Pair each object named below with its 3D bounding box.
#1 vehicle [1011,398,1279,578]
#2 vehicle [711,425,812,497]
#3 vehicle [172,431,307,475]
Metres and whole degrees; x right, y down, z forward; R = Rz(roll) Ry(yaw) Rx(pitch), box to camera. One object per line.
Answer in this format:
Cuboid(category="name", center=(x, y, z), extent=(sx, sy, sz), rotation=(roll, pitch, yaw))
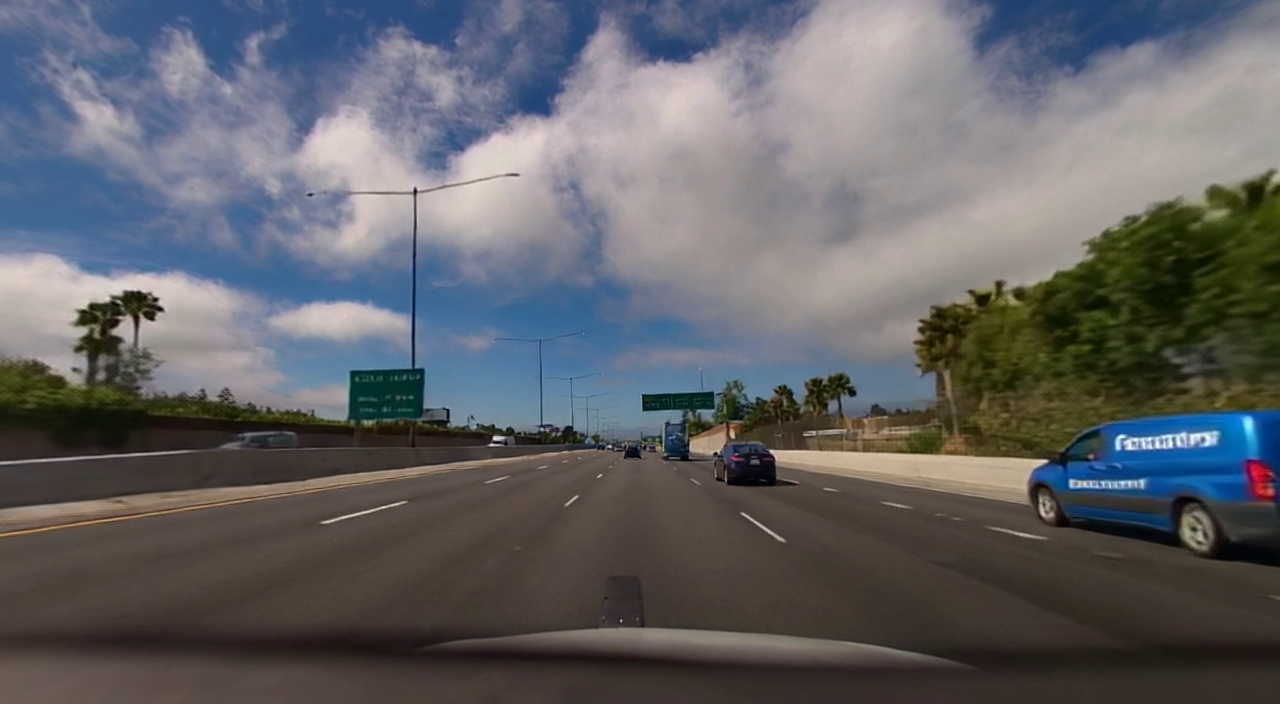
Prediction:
Cuboid(category="vehicle", center=(7.561, 1.667, 8.315), extent=(2.266, 1.799, 4.947), rotation=(0, -9, -1))
Cuboid(category="vehicle", center=(3.569, 3.324, 19.623), extent=(2.035, 1.931, 4.841), rotation=(0, -9, -2))
Cuboid(category="vehicle", center=(-17.579, 4.502, 28.203), extent=(2.408, 1.737, 5.580), rotation=(0, -9, -1))
